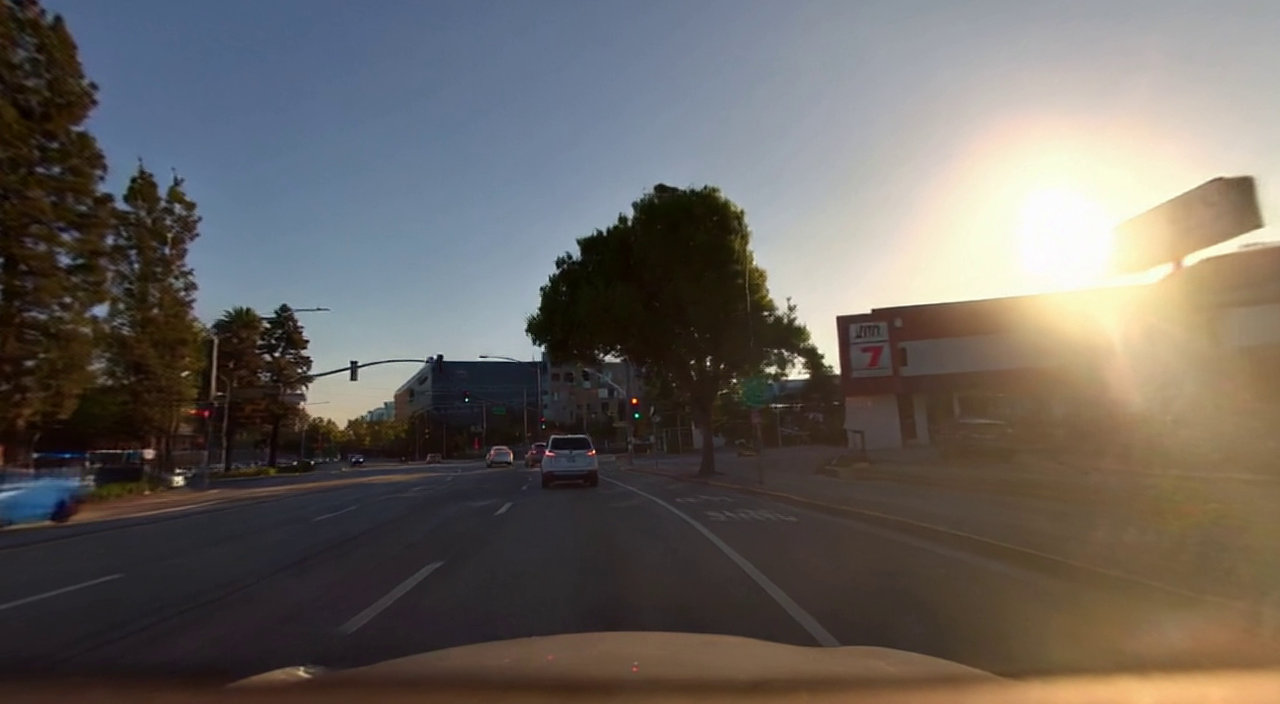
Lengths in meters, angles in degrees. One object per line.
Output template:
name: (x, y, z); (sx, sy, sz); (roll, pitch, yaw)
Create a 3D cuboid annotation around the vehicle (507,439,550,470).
vehicle: (-7.598, 6.885, 42.729); (2.067, 1.947, 4.628); (3, -9, -19)

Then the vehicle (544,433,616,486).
vehicle: (-2.274, 3.867, 22.979); (2.227, 1.733, 3.930); (1, -9, -10)

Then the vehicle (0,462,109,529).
vehicle: (-16.698, 3.705, 16.466); (2.071, 1.506, 4.604); (1, -8, -7)

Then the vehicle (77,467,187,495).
vehicle: (-31.865, 8.099, 39.817); (4.804, 1.544, 2.244); (3, -9, -20)
